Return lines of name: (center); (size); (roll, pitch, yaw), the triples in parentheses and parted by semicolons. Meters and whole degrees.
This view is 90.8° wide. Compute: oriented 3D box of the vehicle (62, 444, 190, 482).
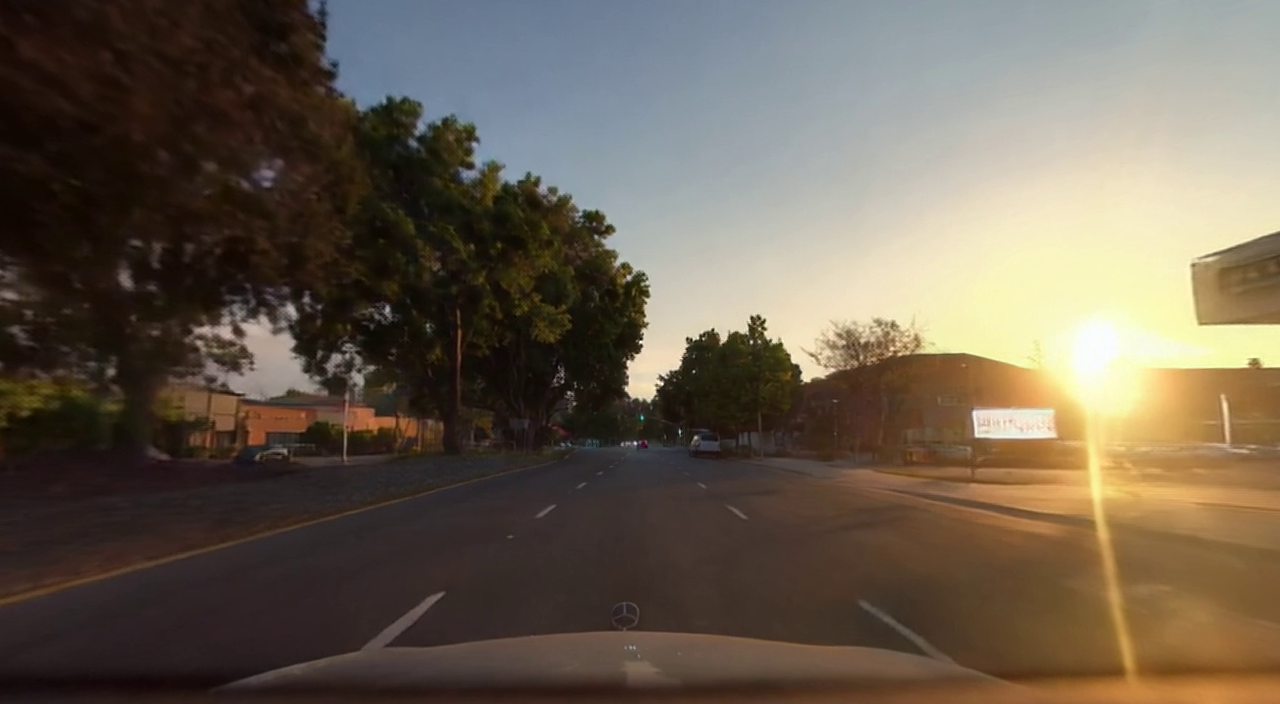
vehicle: (-22.590, 4.861, 28.018); (1.771, 1.524, 4.592); (0, -8, 0)

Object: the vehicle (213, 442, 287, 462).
vehicle: (-30.122, 7.739, 48.874); (4.341, 1.465, 2.304); (-2, -8, 9)
